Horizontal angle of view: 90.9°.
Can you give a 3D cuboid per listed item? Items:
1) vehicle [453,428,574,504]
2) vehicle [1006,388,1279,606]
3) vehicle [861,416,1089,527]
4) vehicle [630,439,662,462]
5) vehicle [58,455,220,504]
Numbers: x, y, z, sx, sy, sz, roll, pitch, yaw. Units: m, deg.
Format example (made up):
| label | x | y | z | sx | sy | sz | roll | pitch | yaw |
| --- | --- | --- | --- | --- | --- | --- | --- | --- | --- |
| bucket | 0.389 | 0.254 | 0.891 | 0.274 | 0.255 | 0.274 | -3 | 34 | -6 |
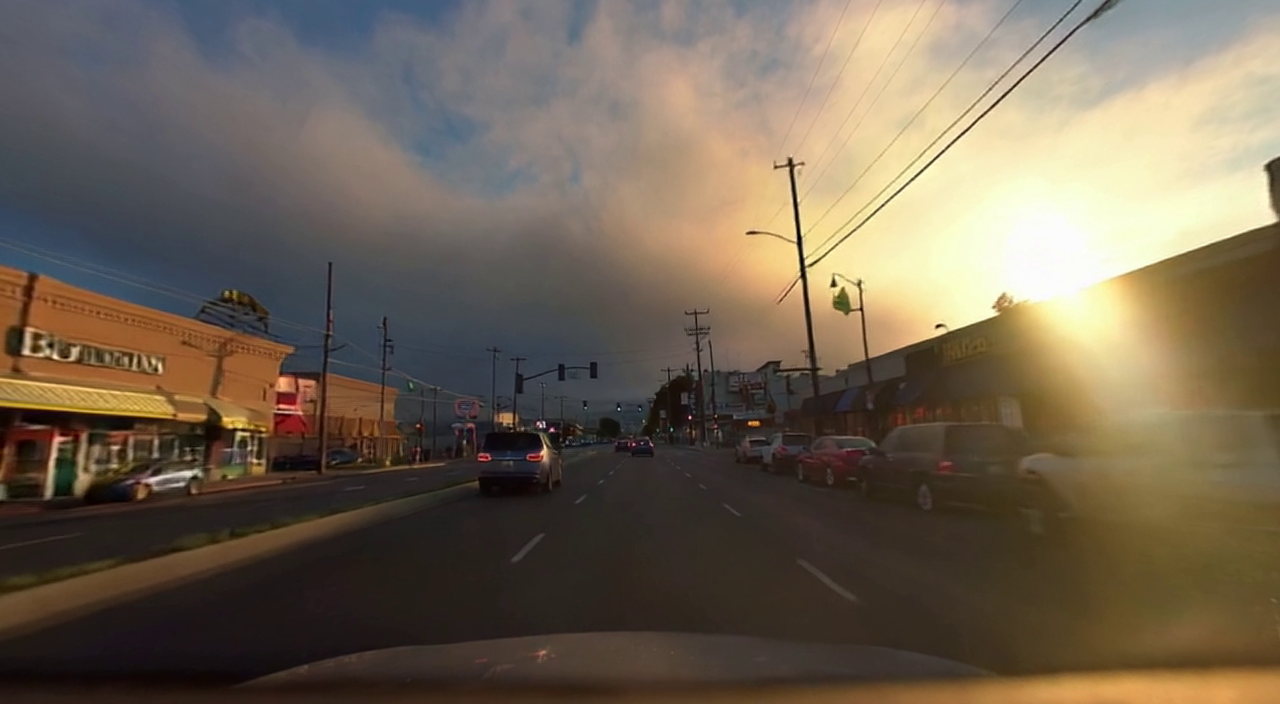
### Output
| label | x | y | z | sx | sy | sz | roll | pitch | yaw |
| --- | --- | --- | --- | --- | --- | --- | --- | --- | --- |
| vehicle | -3.020 | 2.832 | 16.140 | 2.049 | 1.646 | 4.445 | 0 | -8 | 2 |
| vehicle | 6.534 | 1.453 | 6.824 | 2.005 | 1.858 | 5.253 | 0 | -8 | 1 |
| vehicle | 6.471 | 2.363 | 13.044 | 1.985 | 1.835 | 4.936 | 0 | -8 | 0 |
| vehicle | 0.375 | 6.689 | 42.840 | 2.037 | 1.484 | 4.073 | 0 | -8 | 0 |
| vehicle | -17.321 | 4.392 | 22.163 | 1.894 | 1.458 | 4.565 | 0 | -8 | 0 |
